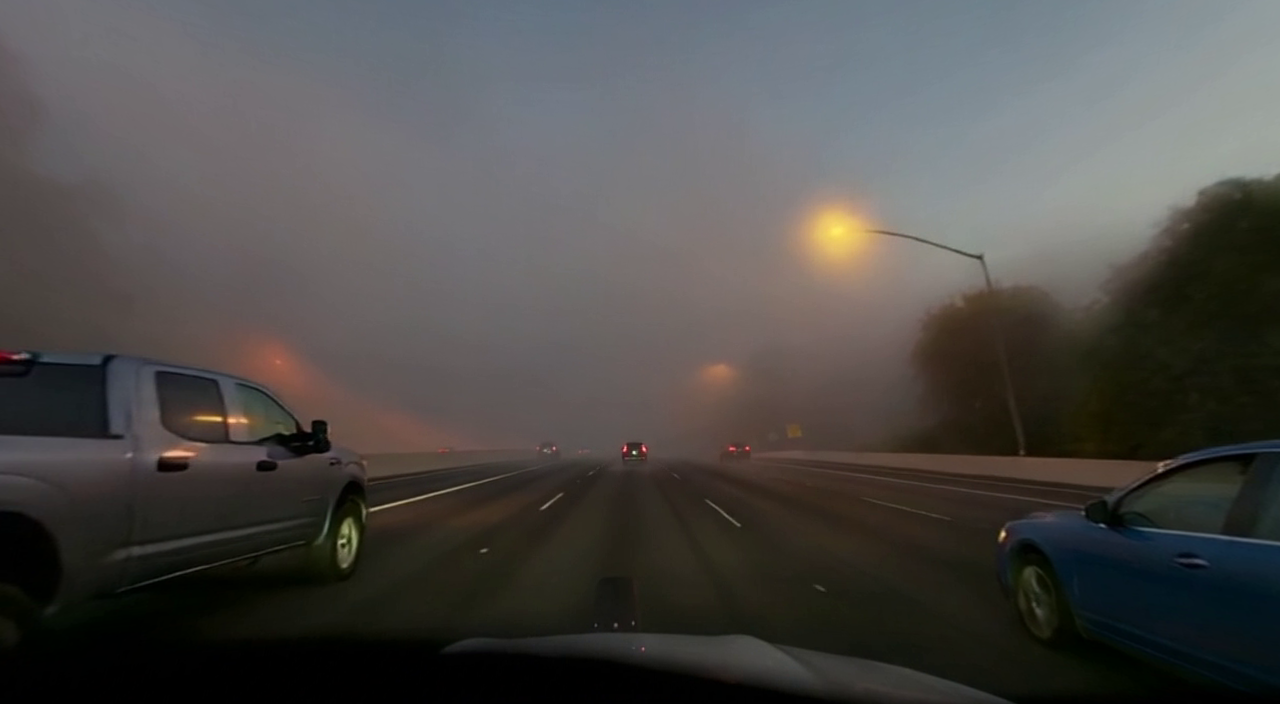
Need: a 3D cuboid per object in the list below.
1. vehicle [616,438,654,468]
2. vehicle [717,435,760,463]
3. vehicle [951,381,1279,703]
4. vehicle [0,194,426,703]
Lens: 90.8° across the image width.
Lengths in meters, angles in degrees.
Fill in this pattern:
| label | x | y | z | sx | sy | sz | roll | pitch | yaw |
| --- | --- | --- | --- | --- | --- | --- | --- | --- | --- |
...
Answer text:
| label | x | y | z | sx | sy | sz | roll | pitch | yaw |
| --- | --- | --- | --- | --- | --- | --- | --- | --- | --- |
| vehicle | -0.330 | 5.951 | 37.355 | 2.157 | 1.642 | 4.189 | 0 | -8 | -1 |
| vehicle | 6.848 | 6.843 | 44.647 | 2.103 | 1.898 | 5.310 | 0 | -9 | -1 |
| vehicle | 3.126 | 0.808 | 1.765 | 2.072 | 1.501 | 4.694 | 0 | -8 | -1 |
| vehicle | -3.662 | 0.758 | 3.892 | 2.592 | 2.179 | 6.034 | 0 | -8 | 0 |
